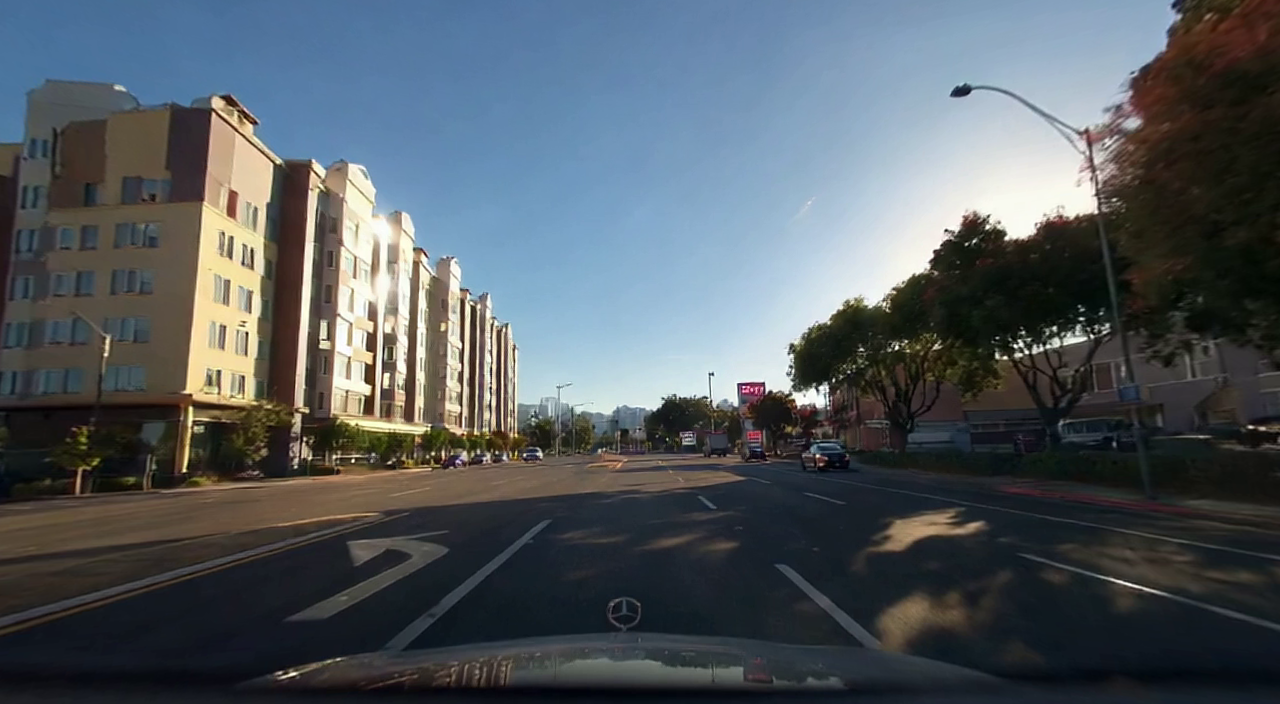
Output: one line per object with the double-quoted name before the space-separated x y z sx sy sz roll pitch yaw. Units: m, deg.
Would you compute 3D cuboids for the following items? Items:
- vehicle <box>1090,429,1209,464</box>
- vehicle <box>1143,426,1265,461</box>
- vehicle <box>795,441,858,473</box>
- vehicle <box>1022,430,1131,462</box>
"vehicle" 23.528 4.403 29.424 1.840 1.475 4.442 0 -8 0
"vehicle" 26.143 4.263 29.514 1.908 1.500 4.313 0 -8 4
"vehicle" 10.602 5.986 36.305 2.078 1.688 4.557 0 -8 -1
"vehicle" 20.741 4.510 30.313 1.760 1.438 4.642 1 -8 -3
